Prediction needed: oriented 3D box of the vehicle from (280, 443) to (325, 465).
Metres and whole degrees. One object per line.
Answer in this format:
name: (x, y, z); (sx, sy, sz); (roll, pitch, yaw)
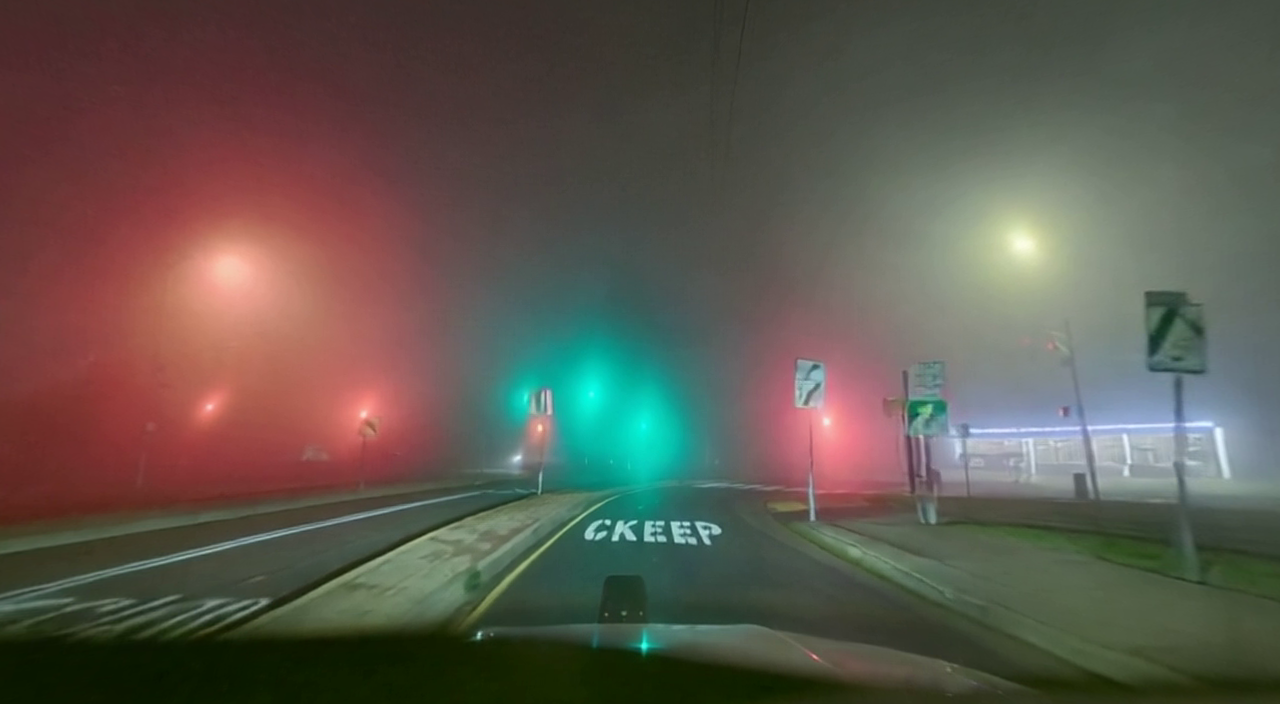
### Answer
vehicle: (-24.544, 7.443, 45.748); (1.771, 1.510, 3.545); (2, -9, -9)

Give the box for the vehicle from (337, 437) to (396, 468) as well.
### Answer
vehicle: (-18.214, 6.695, 42.100); (2.337, 1.934, 4.843); (1, -9, -8)

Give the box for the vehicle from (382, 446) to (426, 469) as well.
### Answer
vehicle: (-15.213, 6.797, 40.611); (1.789, 1.399, 4.236); (2, -9, -9)
